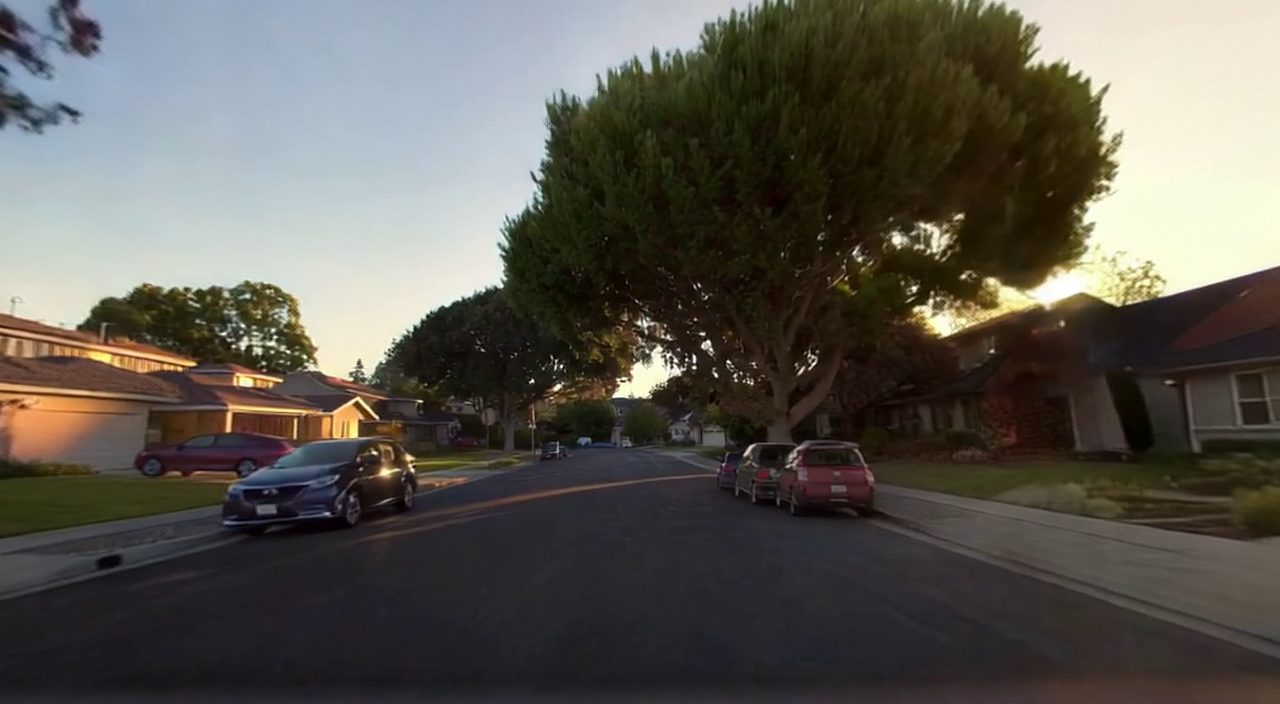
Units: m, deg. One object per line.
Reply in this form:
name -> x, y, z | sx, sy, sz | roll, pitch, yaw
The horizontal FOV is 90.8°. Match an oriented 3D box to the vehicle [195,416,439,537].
vehicle -> -6.280, 2.515, 13.415 | 2.322, 1.949, 5.695 | -1, -9, -2

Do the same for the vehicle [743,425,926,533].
vehicle -> 3.536, 2.404, 12.578 | 2.033, 1.730, 4.554 | 0, -9, -2

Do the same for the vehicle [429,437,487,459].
vehicle -> -14.185, 7.558, 49.467 | 3.921, 1.629, 1.832 | 0, -10, 2
